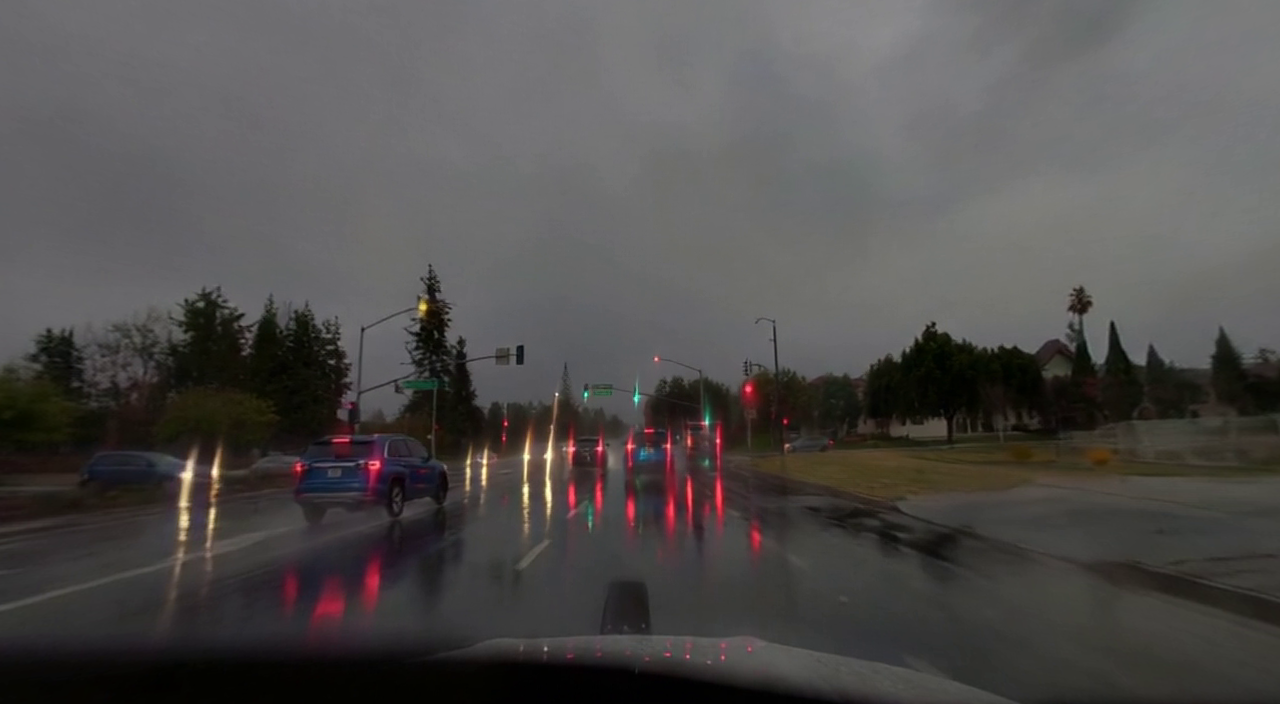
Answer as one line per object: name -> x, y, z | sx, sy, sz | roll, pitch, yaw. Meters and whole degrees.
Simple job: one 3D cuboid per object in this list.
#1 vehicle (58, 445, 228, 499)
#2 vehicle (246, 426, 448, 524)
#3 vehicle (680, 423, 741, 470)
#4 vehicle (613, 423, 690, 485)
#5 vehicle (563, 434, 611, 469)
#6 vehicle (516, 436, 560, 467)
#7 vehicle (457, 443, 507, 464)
vehicle -> -18.610, 4.488, 23.797 | 4.571, 1.857, 2.172 | -1, -9, 1
vehicle -> -5.752, 2.469, 13.180 | 2.052, 1.664, 4.476 | 0, -9, 0
vehicle -> 3.347, 4.685, 31.282 | 2.338, 2.063, 5.672 | 0, -9, 0
vehicle -> 0.348, 3.312, 20.664 | 2.235, 1.778, 4.178 | 0, -8, 0
vehicle -> -2.599, 5.057, 32.134 | 2.058, 1.659, 4.514 | 0, -8, 0
vehicle -> -5.800, 5.719, 36.310 | 2.108, 1.689, 4.316 | 0, -9, -4
vehicle -> -12.312, 7.840, 48.817 | 1.860, 1.517, 4.460 | 8, -11, -40
